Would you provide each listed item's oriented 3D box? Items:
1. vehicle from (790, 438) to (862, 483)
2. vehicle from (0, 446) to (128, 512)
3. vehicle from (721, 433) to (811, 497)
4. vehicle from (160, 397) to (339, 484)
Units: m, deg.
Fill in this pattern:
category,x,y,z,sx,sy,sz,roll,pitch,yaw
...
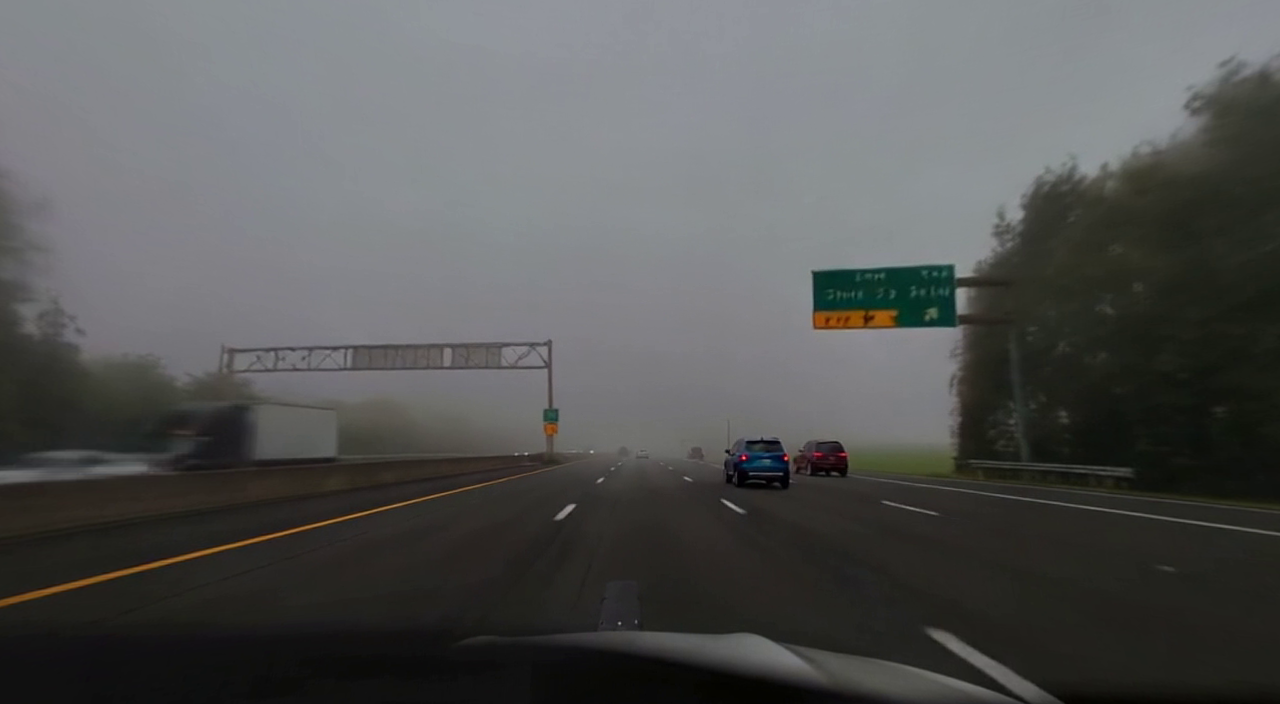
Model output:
category,x,y,z,sx,sy,sz,roll,pitch,yaw
vehicle,8.194,4.798,27.934,1.898,1.798,3.805,0,-9,-2
vehicle,-14.534,2.866,14.319,1.837,1.381,4.562,0,-9,0
vehicle,3.693,3.393,19.153,1.784,1.733,4.141,0,-9,-1
vehicle,-18.249,4.318,30.314,3.104,3.566,8.472,0,-9,0
